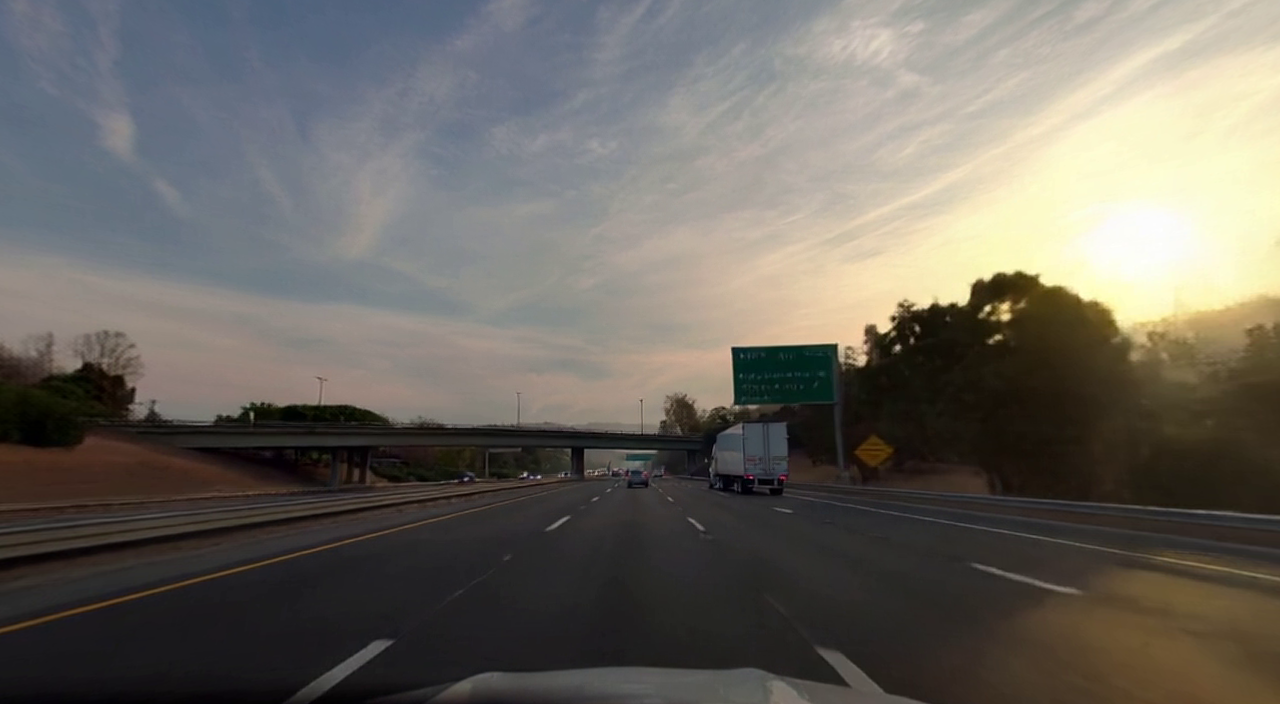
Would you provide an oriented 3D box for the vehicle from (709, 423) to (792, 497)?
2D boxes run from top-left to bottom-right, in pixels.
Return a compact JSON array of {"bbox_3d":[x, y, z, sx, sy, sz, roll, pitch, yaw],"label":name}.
[{"bbox_3d":[6.983,7.365,42.413,2.926,4.073,13.836,1,-11,-1],"label":"vehicle"}]

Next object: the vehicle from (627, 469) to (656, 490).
[{"bbox_3d":[0.090,9.364,46.350,2.029,1.459,3.684,1,-11,-1],"label":"vehicle"}]
